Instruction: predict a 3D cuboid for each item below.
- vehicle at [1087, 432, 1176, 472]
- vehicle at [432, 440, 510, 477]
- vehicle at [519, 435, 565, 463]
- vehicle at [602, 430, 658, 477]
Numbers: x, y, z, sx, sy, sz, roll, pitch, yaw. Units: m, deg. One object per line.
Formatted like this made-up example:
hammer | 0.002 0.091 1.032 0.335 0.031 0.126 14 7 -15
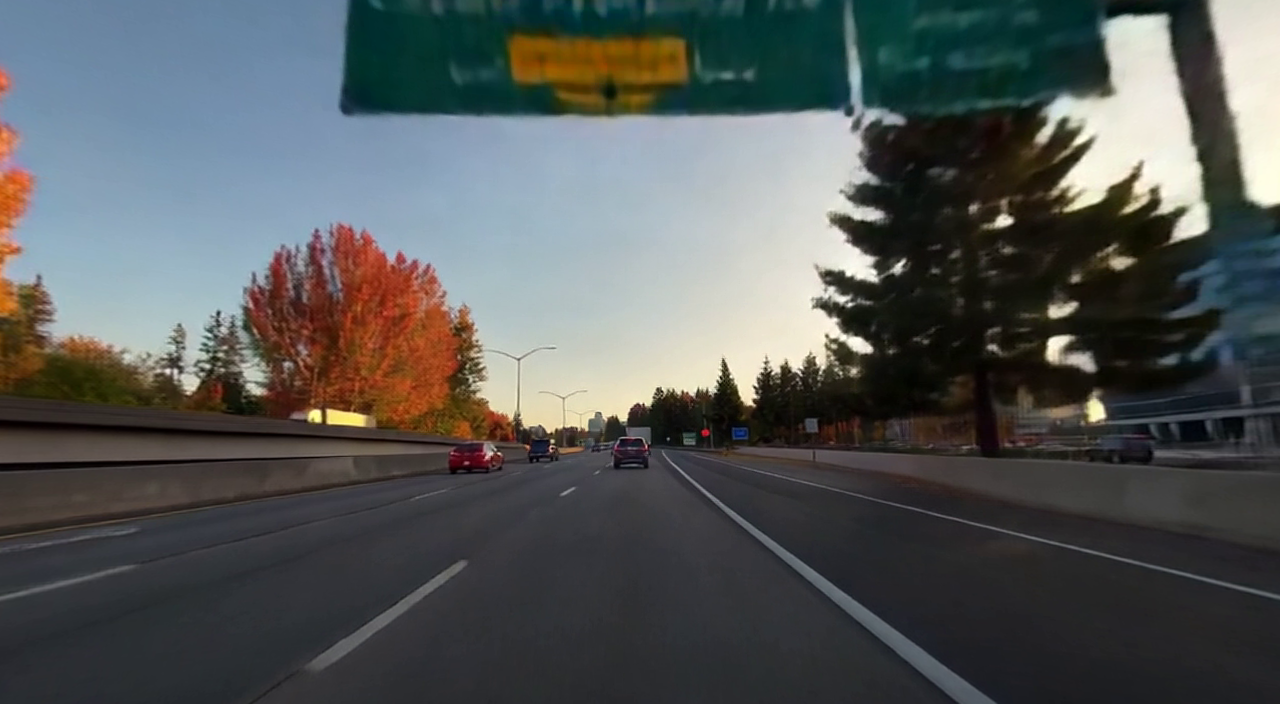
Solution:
vehicle | 24.696 5.053 31.857 2.242 1.835 4.667 -3 -9 22
vehicle | -7.339 4.671 27.829 2.074 1.495 4.643 0 -8 1
vehicle | -7.199 7.232 46.959 2.328 1.927 5.880 0 -8 1
vehicle | -0.411 4.406 27.555 2.245 1.863 4.801 0 -9 0
